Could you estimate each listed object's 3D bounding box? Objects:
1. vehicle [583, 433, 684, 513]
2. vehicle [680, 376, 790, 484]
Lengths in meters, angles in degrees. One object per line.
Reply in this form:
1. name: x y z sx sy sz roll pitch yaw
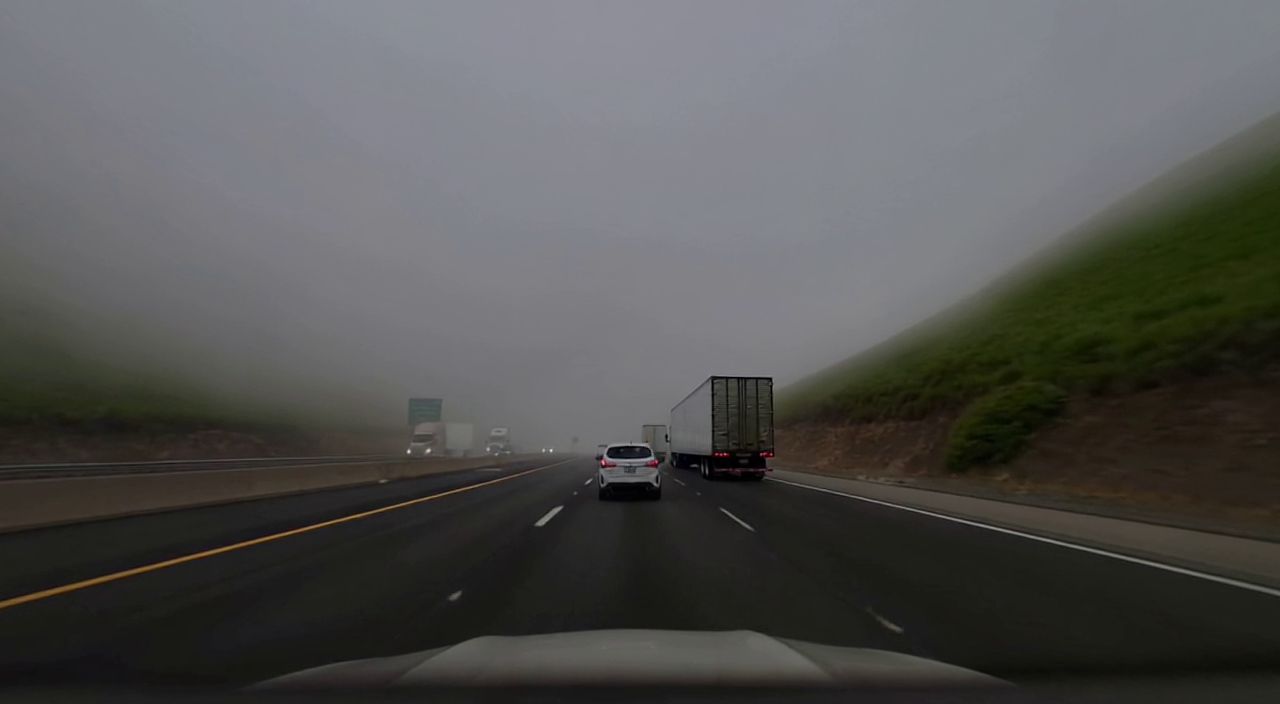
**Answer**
1. vehicle: -0.155 2.813 15.053 2.109 1.639 3.768 0 -9 -1
2. vehicle: 3.981 3.990 30.627 2.812 4.024 14.098 0 -9 -1
